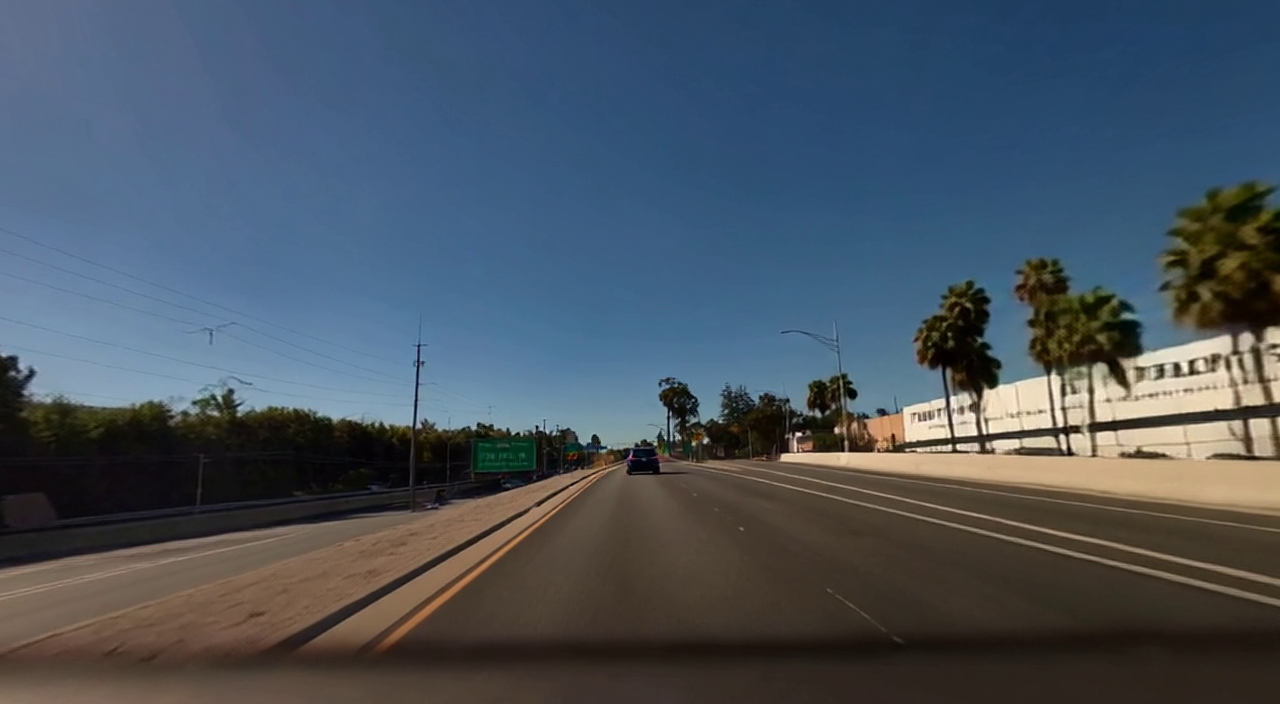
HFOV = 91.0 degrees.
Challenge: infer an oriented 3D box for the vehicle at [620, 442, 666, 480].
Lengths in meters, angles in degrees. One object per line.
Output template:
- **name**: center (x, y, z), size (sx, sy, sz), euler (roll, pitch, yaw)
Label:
- **vehicle**: center (0.089, 5.278, 30.788), size (2.089, 1.718, 4.193), euler (0, -9, -2)

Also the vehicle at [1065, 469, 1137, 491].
- **vehicle**: center (35.087, 9.783, 48.019), size (3.945, 1.538, 1.796), euler (-2, -10, 5)
